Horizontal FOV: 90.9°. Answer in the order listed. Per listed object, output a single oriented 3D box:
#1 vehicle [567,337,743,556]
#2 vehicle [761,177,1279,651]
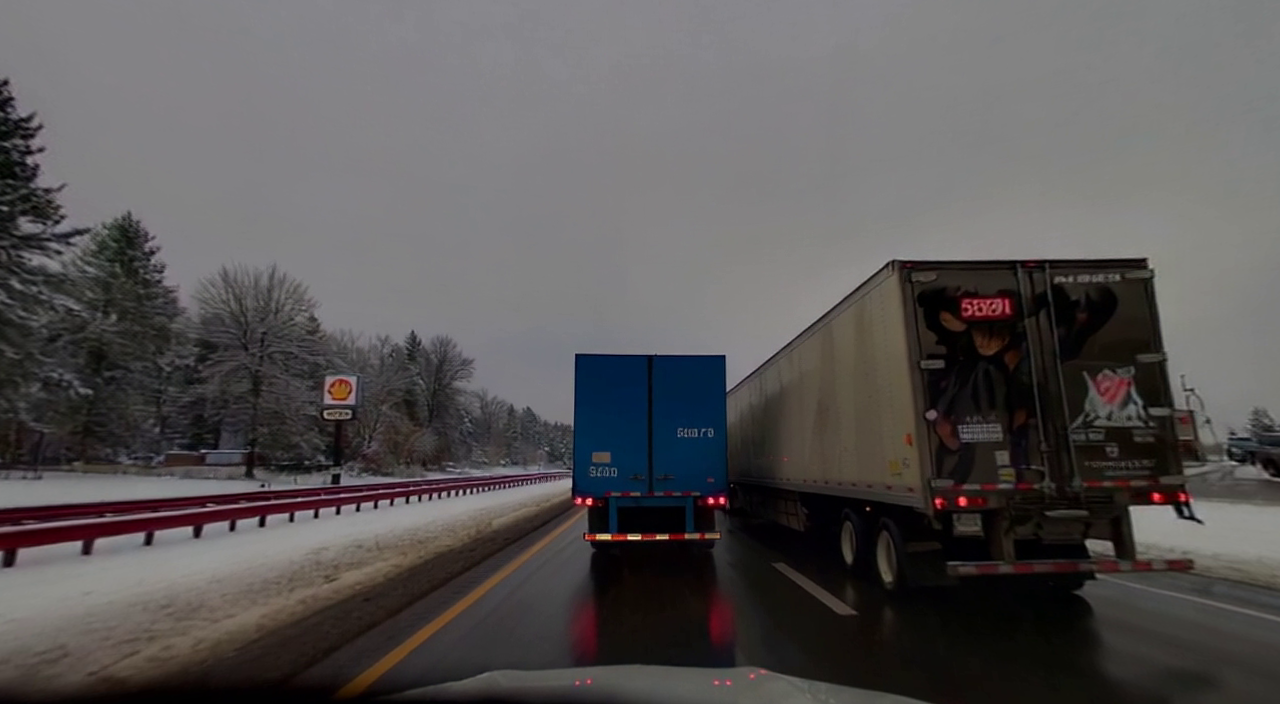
[{"bbox_3d":[0.241,2.191,13.952,2.618,3.306,8.676,1,-10,0],"label":"vehicle"},{"bbox_3d":[4.336,1.227,9.533,2.936,3.640,9.443,1,-10,-1],"label":"vehicle"}]
